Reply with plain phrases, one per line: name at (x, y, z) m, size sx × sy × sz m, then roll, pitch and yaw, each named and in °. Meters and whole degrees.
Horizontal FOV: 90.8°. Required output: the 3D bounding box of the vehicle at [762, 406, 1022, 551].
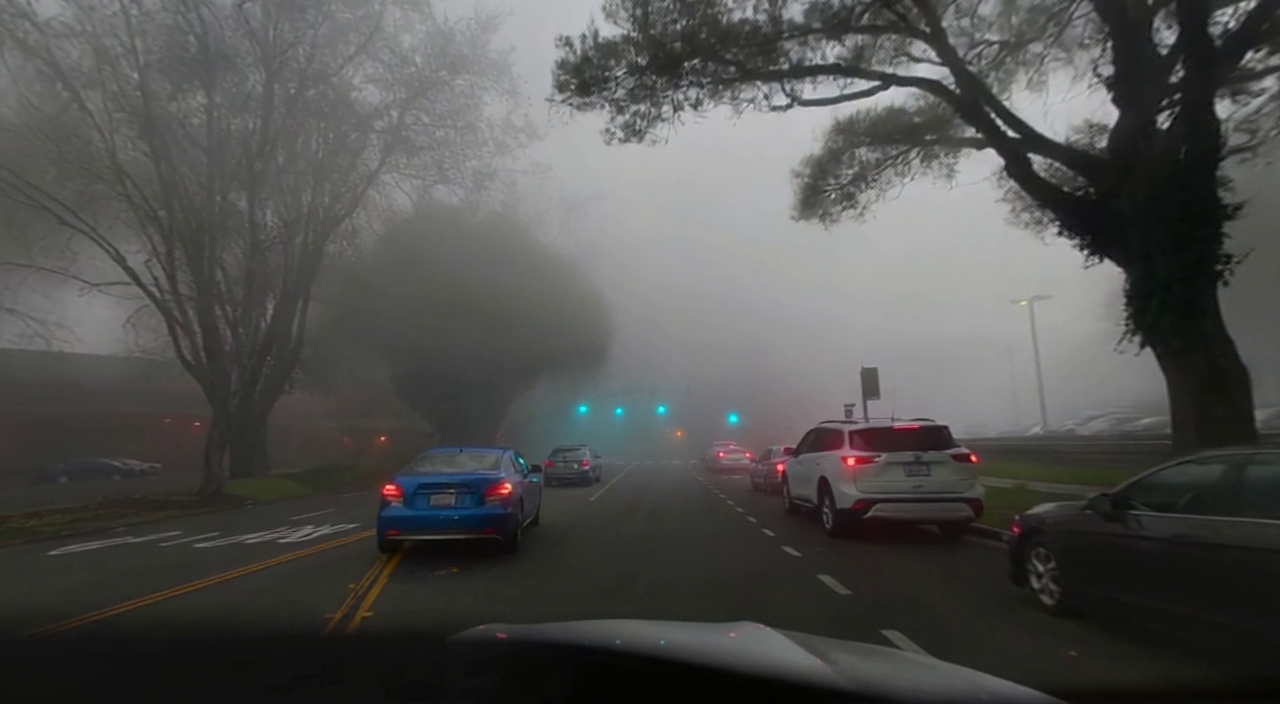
vehicle at (3.883, 2.093, 11.237) m, size 2.324 × 1.907 × 5.634 m, roll 0°, pitch -9°, yaw 0°

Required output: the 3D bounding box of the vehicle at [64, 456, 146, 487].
vehicle at (-29.959, 6.628, 35.346) m, size 4.127 × 1.583 × 1.978 m, roll -5°, pitch -10°, yaw 28°

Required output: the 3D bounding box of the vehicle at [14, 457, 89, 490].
vehicle at (-30.217, 6.182, 32.413) m, size 3.865 × 1.499 × 1.804 m, roll -6°, pitch -10°, yaw 33°

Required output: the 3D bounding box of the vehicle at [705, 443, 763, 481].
vehicle at (4.025, 4.773, 27.718) m, size 1.910 × 1.493 × 4.490 m, roll 0°, pitch -9°, yaw 1°

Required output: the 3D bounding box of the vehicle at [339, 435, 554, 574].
vehicle at (-2.416, 2.003, 9.143) m, size 1.968 × 1.497 × 4.286 m, roll 0°, pitch -9°, yaw -3°

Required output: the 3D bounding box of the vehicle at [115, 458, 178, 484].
vehicle at (-29.573, 7.086, 37.857) m, size 3.527 × 1.390 × 1.681 m, roll -5°, pitch -10°, yaw 30°

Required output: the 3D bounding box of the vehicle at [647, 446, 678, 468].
vehicle at (1.606, 7.524, 45.566) m, size 2.095 × 1.473 × 4.301 m, roll 0°, pitch -9°, yaw 1°

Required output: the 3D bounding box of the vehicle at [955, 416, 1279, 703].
vehicle at (4.098, 1.200, 3.956) m, size 1.904 × 1.494 × 4.864 m, roll 0°, pitch -9°, yaw 2°
